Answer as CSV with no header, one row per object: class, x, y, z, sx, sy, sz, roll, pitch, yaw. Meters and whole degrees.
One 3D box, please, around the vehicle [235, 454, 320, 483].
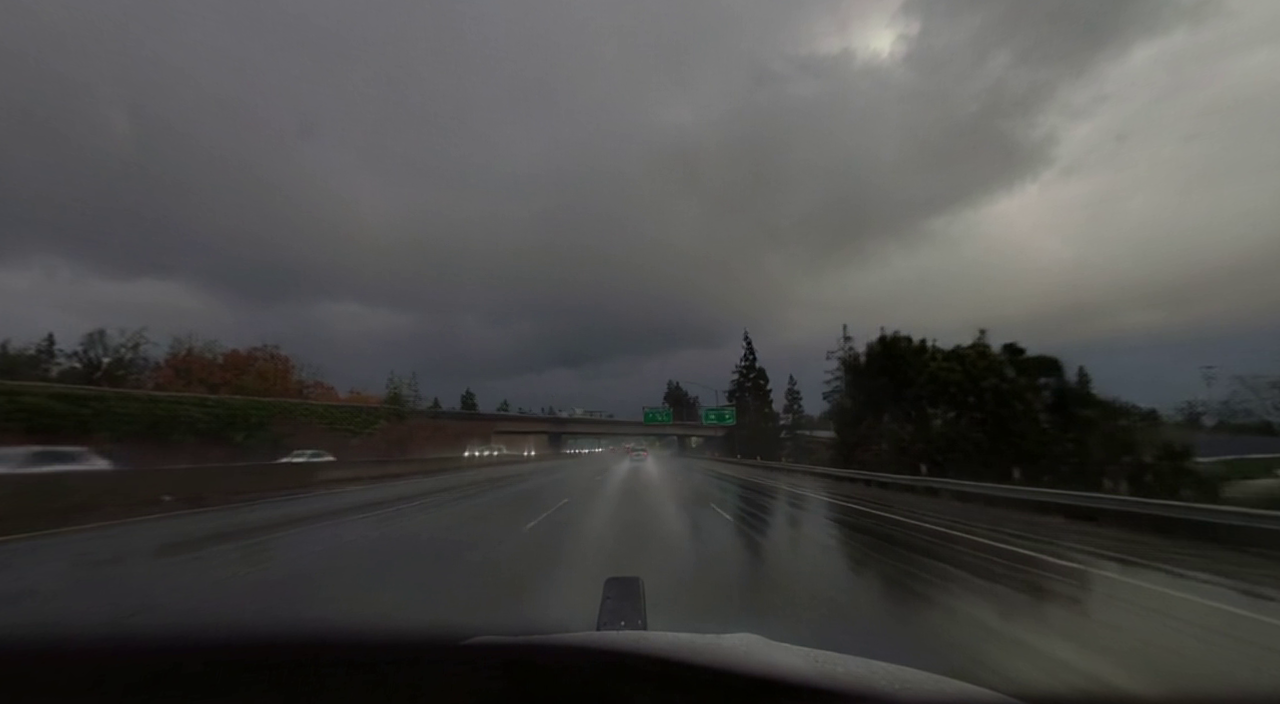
vehicle,-19.596,6.316,34.311,1.936,1.423,4.438,0,-9,1
